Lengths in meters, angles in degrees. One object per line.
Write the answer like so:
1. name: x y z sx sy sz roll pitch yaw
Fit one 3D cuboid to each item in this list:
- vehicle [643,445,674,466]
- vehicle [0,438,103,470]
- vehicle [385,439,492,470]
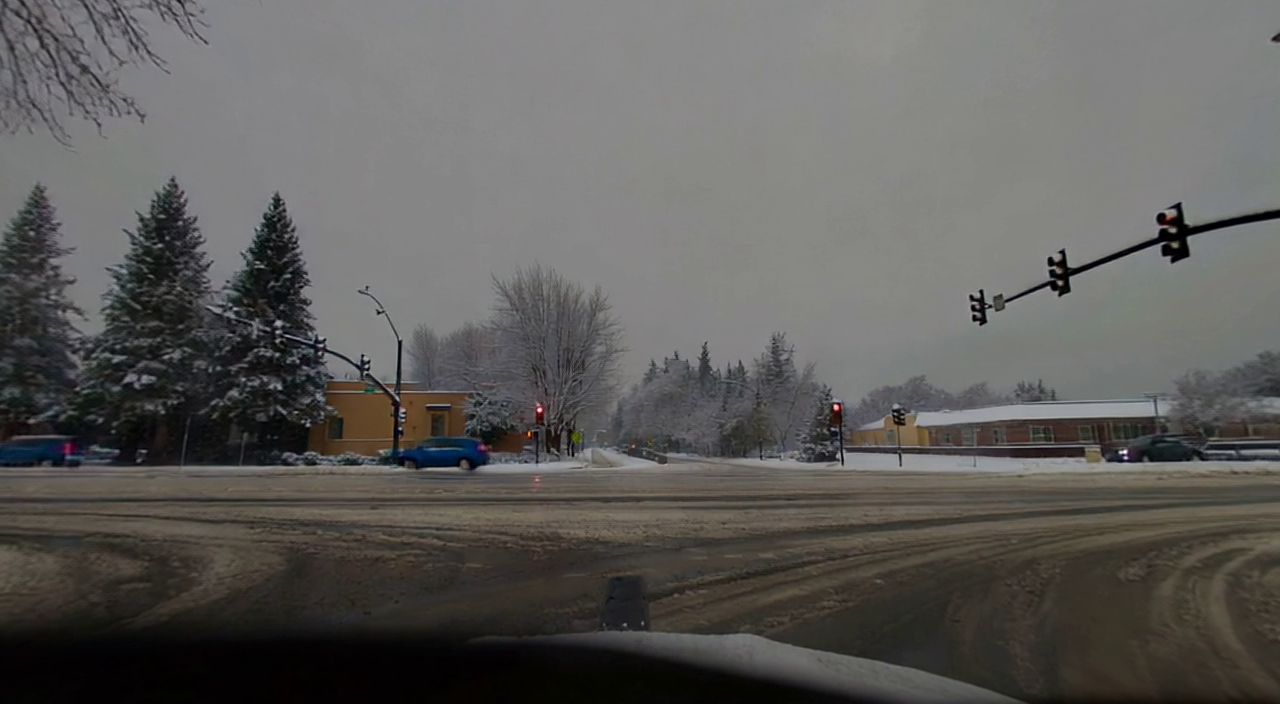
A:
1. vehicle: 1.291 7.634 46.469 2.132 1.449 4.235 0 -9 0
2. vehicle: -30.610 5.191 32.114 4.735 1.588 1.877 0 -9 1
3. vehicle: -9.995 5.115 31.503 4.681 1.465 1.820 0 -9 2
